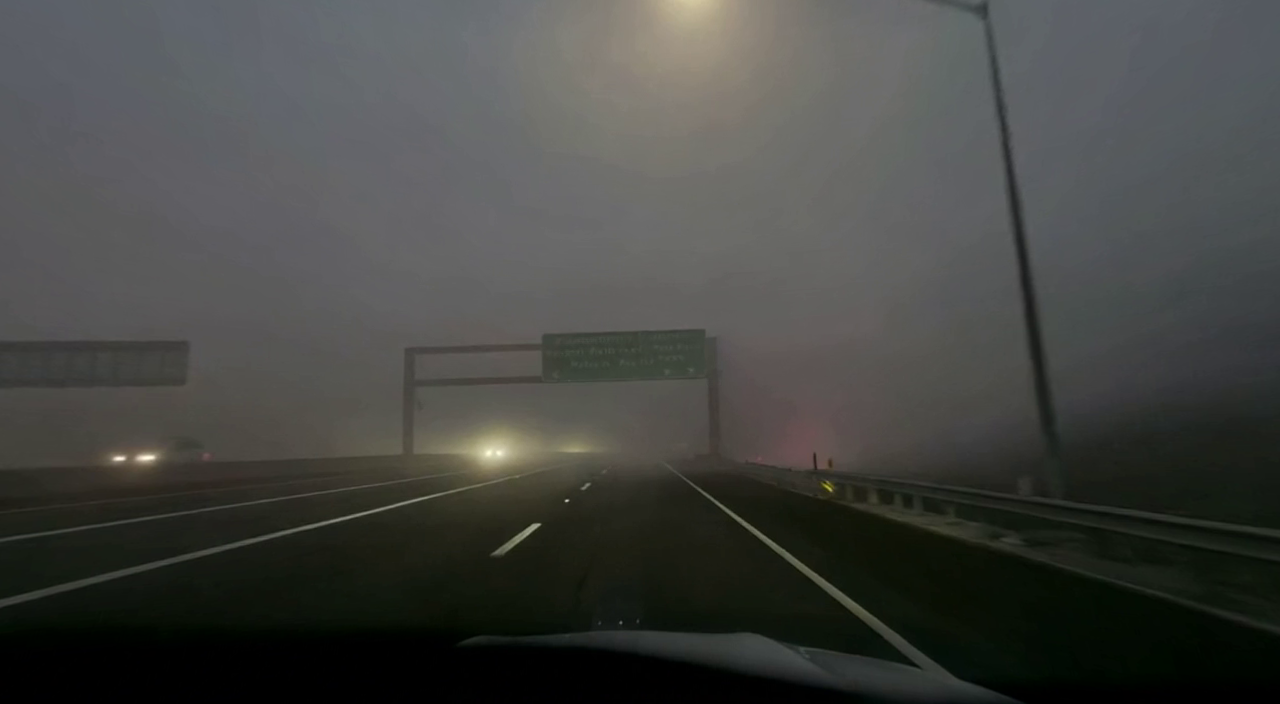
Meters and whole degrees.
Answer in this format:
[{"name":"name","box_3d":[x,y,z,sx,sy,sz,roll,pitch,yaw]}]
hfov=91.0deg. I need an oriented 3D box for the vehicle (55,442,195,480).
[{"name":"vehicle","box_3d":[-28.339,6.011,35.070,2.235,1.864,6.561,0,-9,1]}]
